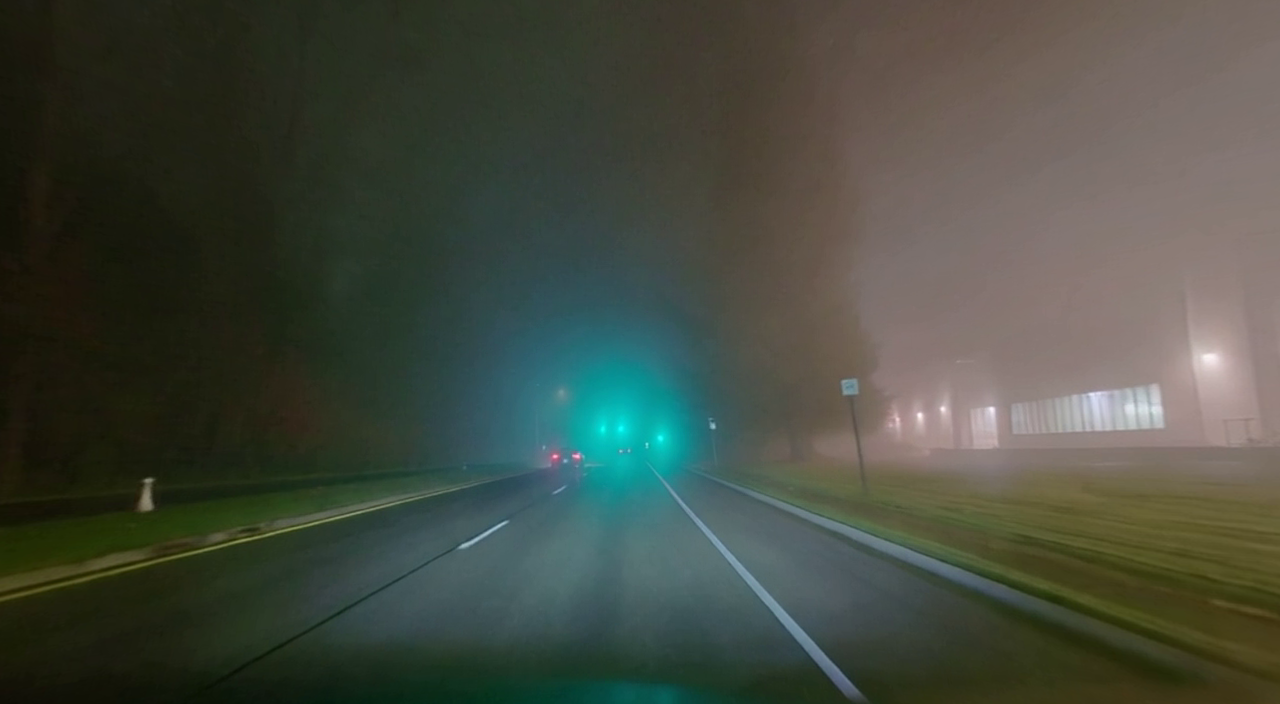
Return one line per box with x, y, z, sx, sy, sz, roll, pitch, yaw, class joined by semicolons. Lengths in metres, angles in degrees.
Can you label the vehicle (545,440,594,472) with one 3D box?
-3.892;5.837;35.669;2.202;1.685;4.772;0;-9;0;vehicle
